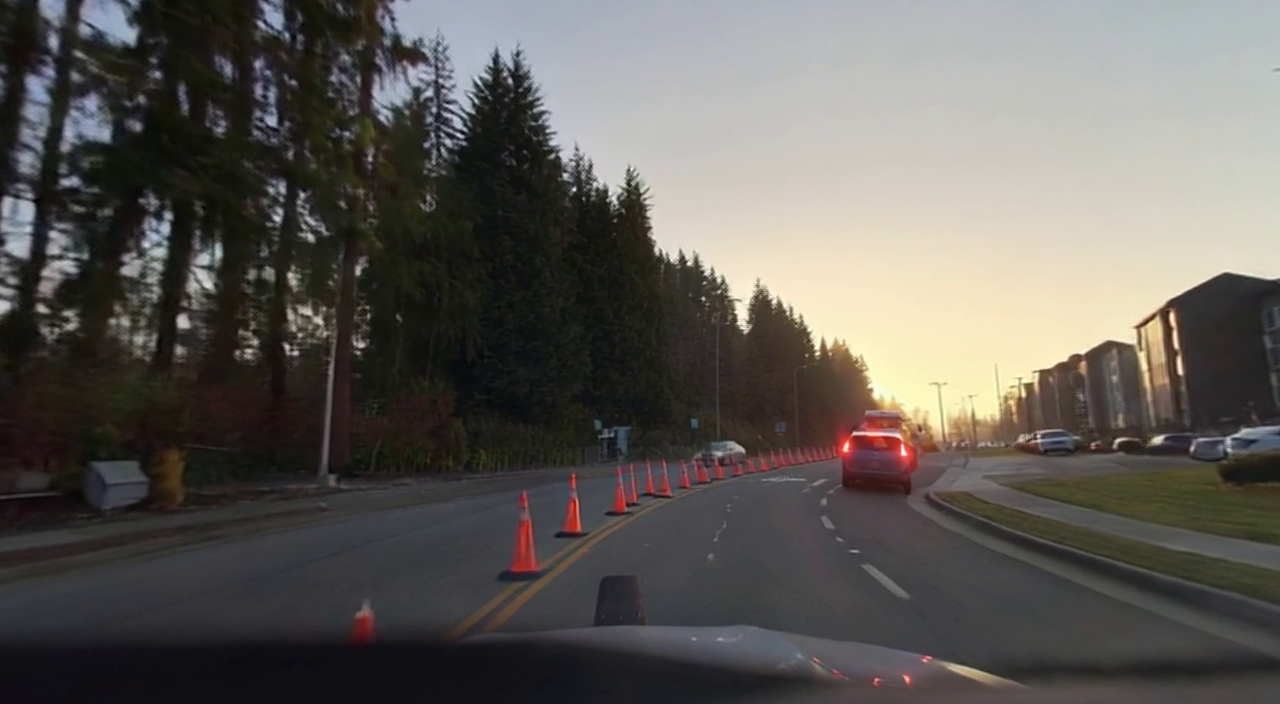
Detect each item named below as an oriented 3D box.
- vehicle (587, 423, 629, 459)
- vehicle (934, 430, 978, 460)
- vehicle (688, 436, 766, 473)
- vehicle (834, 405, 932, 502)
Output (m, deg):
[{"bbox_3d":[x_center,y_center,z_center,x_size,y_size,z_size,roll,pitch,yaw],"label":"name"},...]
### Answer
[{"bbox_3d":[-2.338,6.565,46.699,2.665,2.465,1.532,2,-5,11],"label":"vehicle"},{"bbox_3d":[20.199,5.888,40.266,2.030,1.774,3.884,-5,-9,31],"label":"vehicle"},{"bbox_3d":[3.837,4.357,27.194,1.933,1.428,4.449,-4,-9,27],"label":"vehicle"},{"bbox_3d":[6.177,2.565,16.413,1.913,2.241,3.024,-3,-7,14],"label":"vehicle"}]
